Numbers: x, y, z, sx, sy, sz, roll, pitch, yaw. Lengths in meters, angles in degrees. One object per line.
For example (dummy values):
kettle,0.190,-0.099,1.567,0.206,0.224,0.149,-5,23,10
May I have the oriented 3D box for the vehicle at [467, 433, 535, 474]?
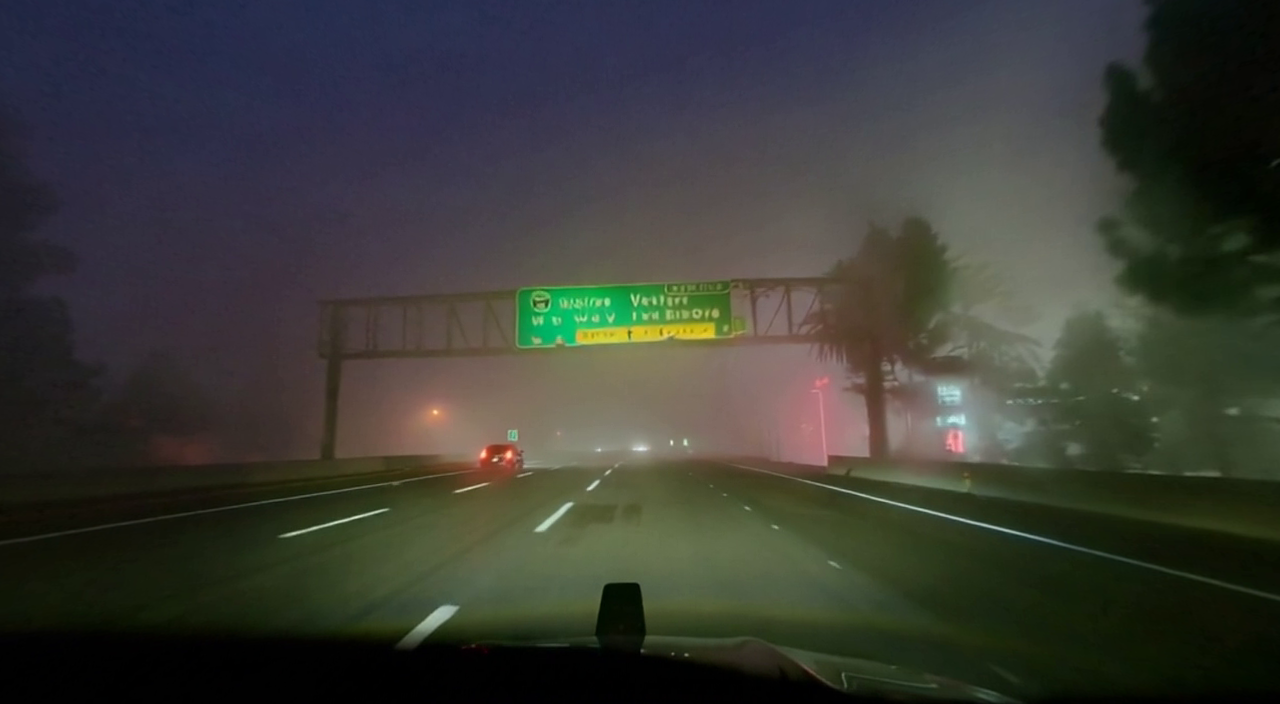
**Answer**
vehicle,-6.670,4.939,30.816,2.145,1.793,4.762,0,-8,1
